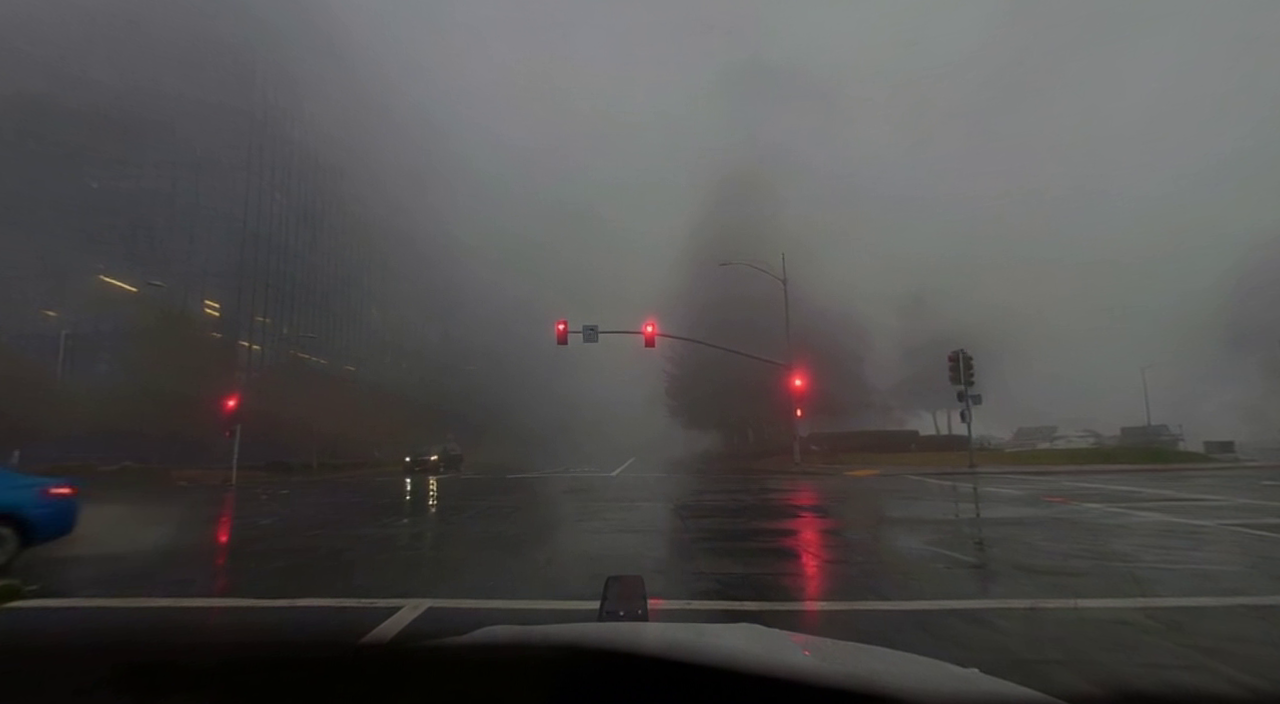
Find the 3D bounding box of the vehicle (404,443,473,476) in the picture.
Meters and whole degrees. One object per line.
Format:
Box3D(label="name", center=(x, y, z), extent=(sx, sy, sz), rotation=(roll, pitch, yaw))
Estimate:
Box3D(label="vehicle", center=(-11.575, 6.217, 36.582), extent=(2.069, 1.771, 4.947), rotation=(0, -9, 3))
